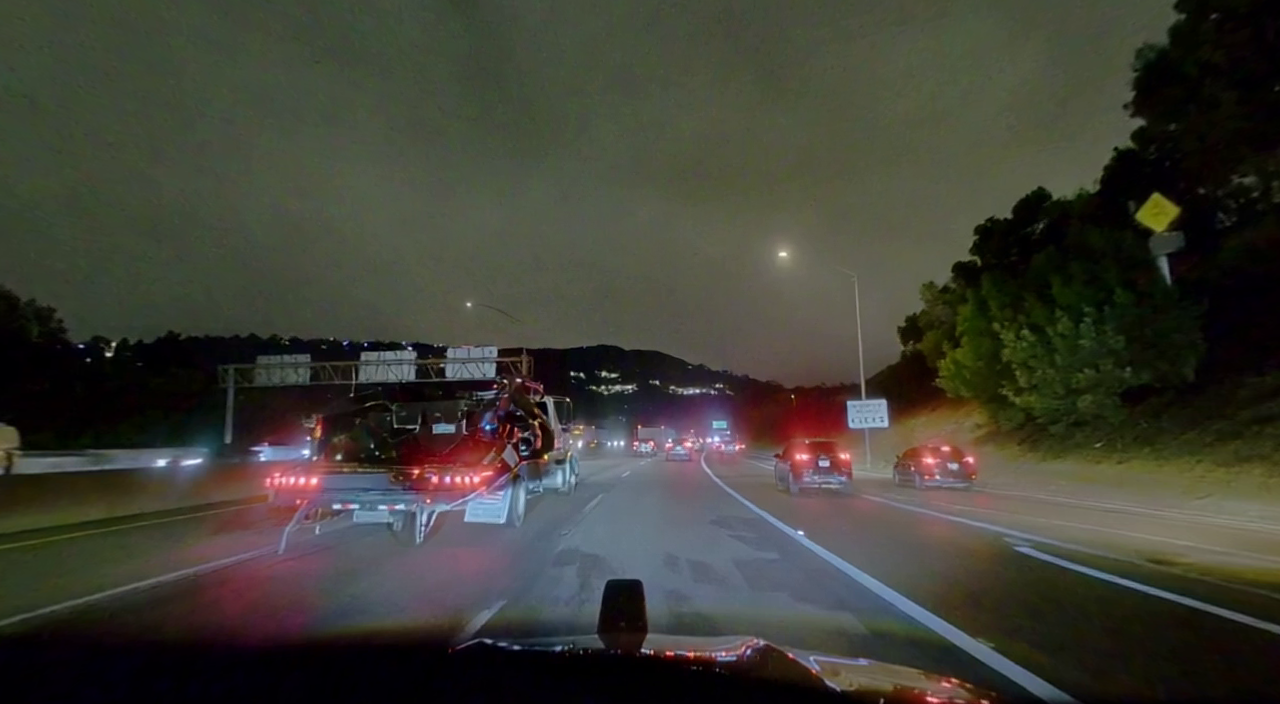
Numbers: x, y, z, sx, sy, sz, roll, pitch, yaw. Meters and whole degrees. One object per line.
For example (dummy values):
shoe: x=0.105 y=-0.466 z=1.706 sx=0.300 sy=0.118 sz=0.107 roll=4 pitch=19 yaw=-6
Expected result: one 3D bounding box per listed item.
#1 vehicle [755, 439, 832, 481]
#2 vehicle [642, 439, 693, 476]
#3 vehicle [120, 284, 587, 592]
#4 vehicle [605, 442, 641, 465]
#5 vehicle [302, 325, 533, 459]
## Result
vehicle: x=6.378 y=4.520 z=26.832 sx=2.075 sy=1.614 sz=4.682 roll=0 pitch=-8 yaw=0
vehicle: x=1.221 y=4.591 z=27.647 sx=2.079 sy=1.499 sz=3.915 roll=0 pitch=-8 yaw=3
vehicle: x=-3.170 y=1.532 z=11.239 sx=3.162 sy=2.955 sz=10.282 roll=0 pitch=-8 yaw=2
vehicle: x=-1.096 y=6.759 z=42.216 sx=2.016 sy=1.450 sz=4.310 roll=-1 pitch=-8 yaw=4
vehicle: x=-3.171 y=0.837 z=10.256 sx=1.893 sy=1.674 sz=4.766 roll=0 pitch=-8 yaw=1
